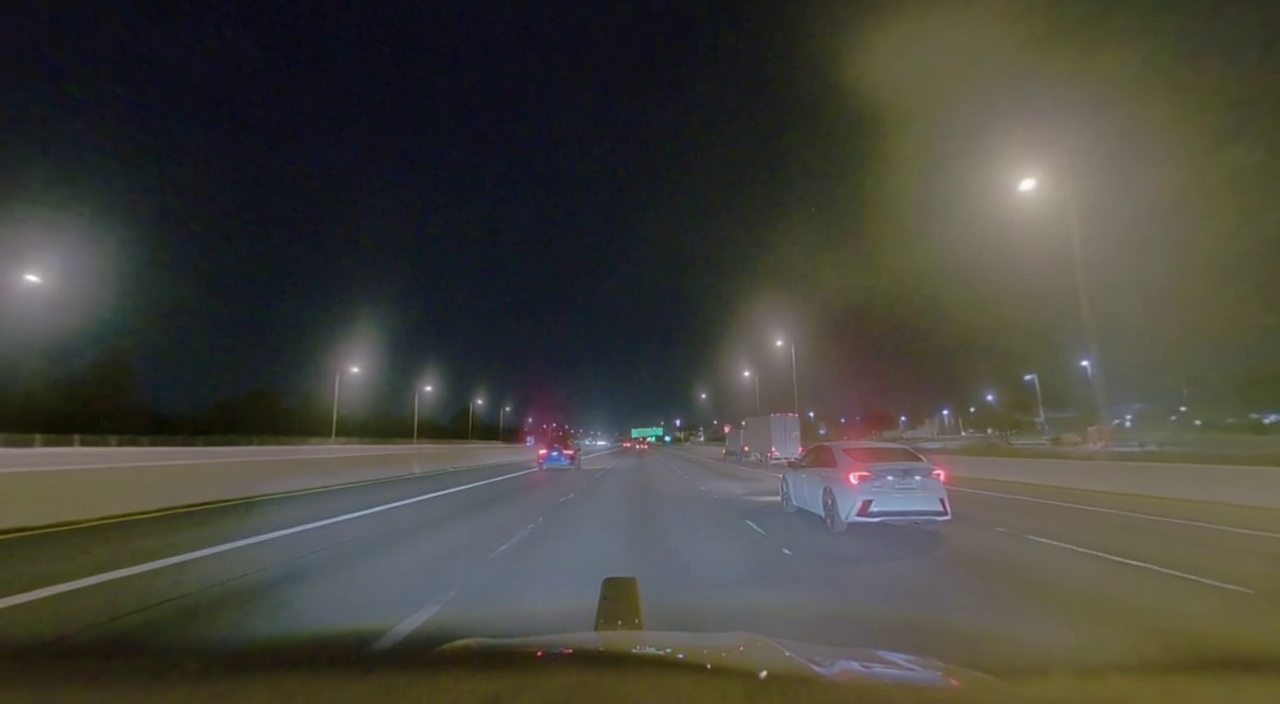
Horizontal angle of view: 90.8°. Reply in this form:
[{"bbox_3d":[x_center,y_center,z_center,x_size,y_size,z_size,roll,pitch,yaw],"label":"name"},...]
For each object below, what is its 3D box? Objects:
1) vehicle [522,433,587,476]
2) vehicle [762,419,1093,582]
[{"bbox_3d":[-3.704,4.542,28.199,2.193,1.746,4.512,0,-8,1],"label":"vehicle"},{"bbox_3d":[3.248,1.796,8.593,2.107,1.550,4.949,0,-8,-1],"label":"vehicle"}]
